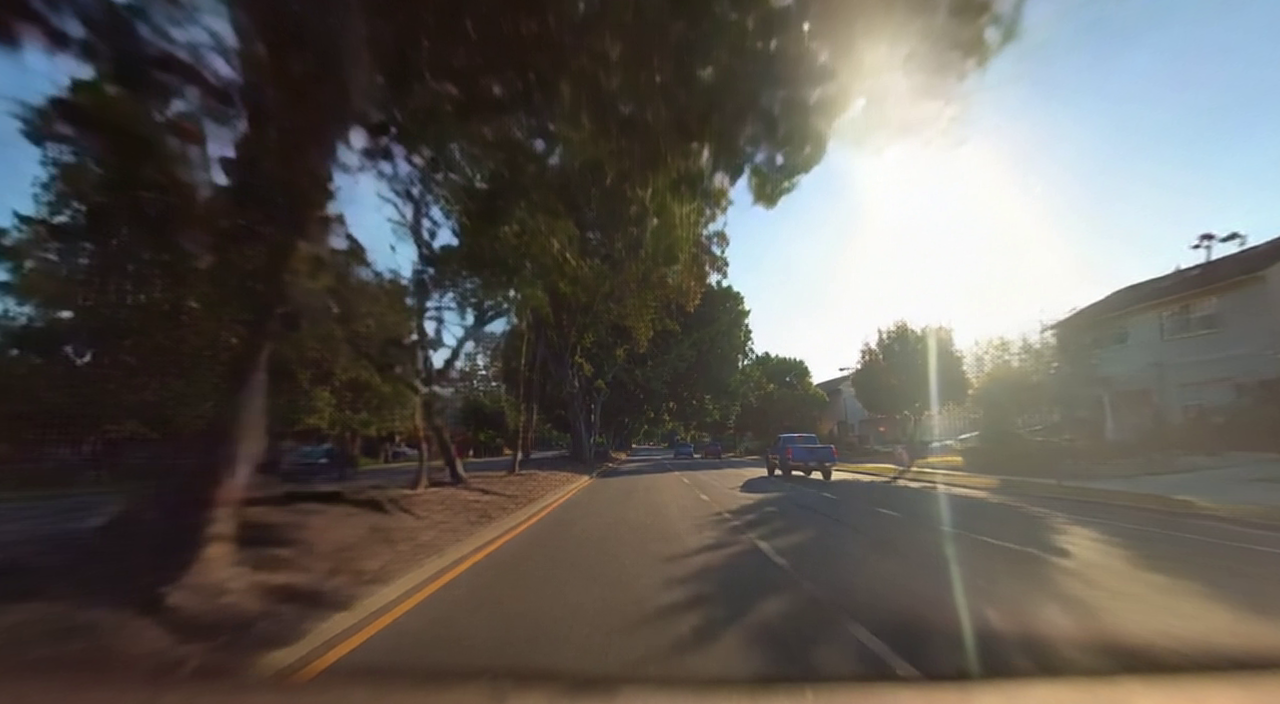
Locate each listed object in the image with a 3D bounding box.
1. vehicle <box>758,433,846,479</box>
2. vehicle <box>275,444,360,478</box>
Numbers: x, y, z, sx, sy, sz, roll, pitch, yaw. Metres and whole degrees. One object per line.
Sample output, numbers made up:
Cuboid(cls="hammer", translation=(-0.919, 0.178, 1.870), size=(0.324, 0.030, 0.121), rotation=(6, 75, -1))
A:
Cuboid(cls="vehicle", translation=(6.785, 4.429, 27.220), size=(2.262, 1.769, 5.666), rotation=(0, -8, 0))
Cuboid(cls="vehicle", translation=(-17.242, 5.823, 33.991), size=(2.045, 1.696, 4.760), rotation=(0, -8, 0))
